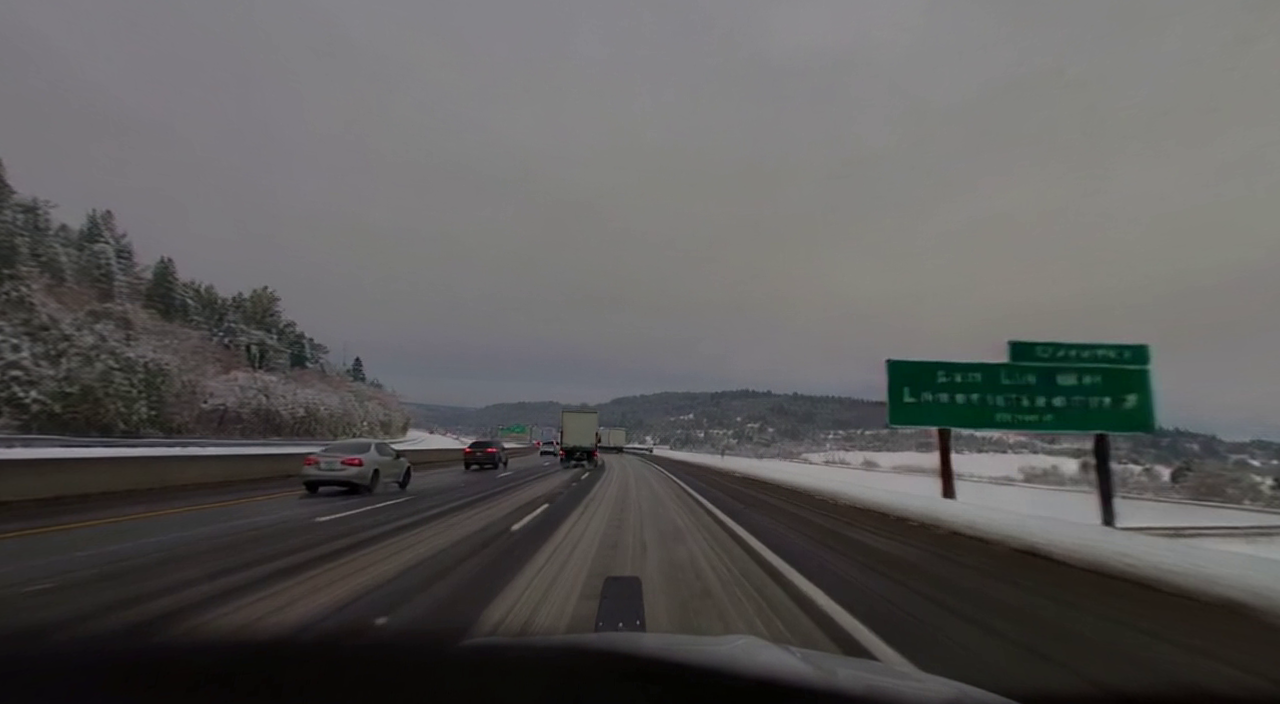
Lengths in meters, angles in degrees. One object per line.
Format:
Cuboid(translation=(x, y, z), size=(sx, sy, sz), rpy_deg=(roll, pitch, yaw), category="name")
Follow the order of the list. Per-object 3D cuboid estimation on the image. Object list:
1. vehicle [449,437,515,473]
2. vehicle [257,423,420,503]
Cuboid(translation=(-7.742, 5.087, 31.270), size=(2.099, 1.644, 4.638), rpy_deg=(1, -9, -1), category="vehicle")
Cuboid(translation=(-7.446, 2.791, 16.153), size=(2.081, 1.740, 4.268), rpy_deg=(1, -9, -1), category="vehicle")
